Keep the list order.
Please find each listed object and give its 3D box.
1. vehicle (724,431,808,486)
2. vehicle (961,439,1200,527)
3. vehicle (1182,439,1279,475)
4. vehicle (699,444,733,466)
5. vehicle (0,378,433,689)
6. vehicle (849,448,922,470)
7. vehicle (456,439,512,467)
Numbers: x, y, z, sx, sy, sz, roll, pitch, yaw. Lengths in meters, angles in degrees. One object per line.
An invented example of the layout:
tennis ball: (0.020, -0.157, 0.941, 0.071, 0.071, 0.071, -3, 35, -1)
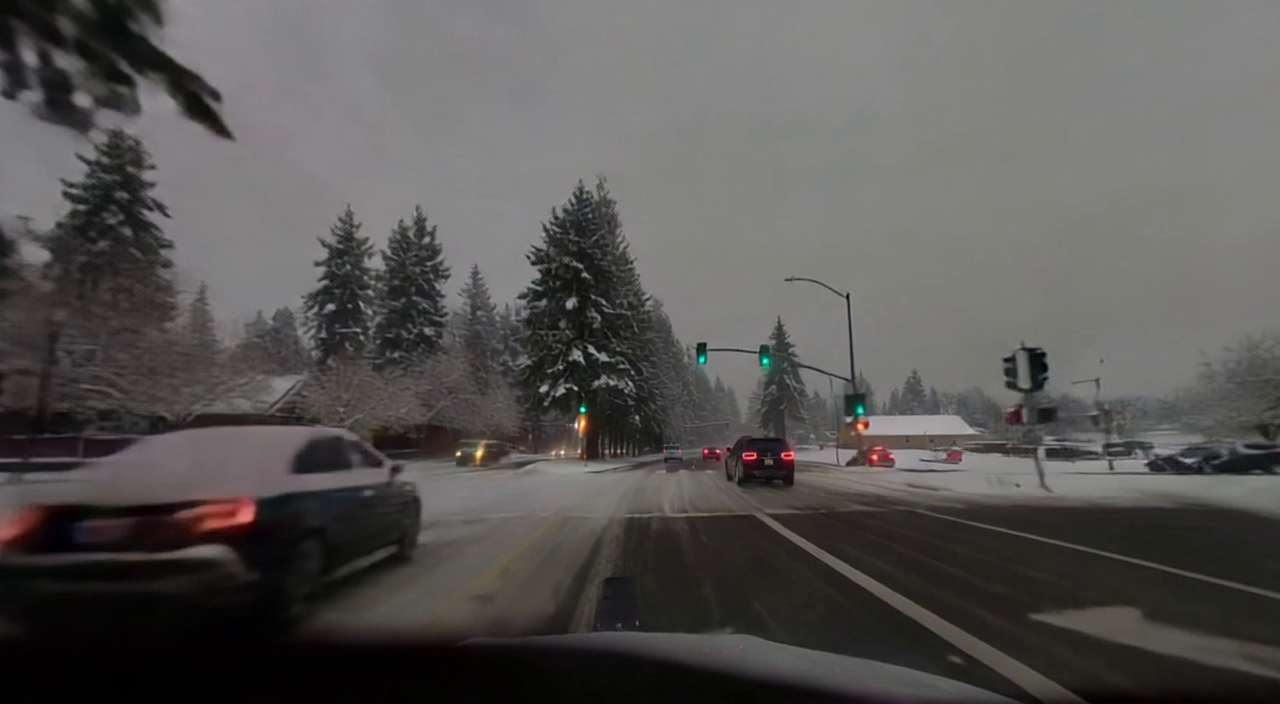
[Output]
vehicle: (4.555, 3.945, 23.665, 2.209, 1.813, 4.724, 0, -9, 1)
vehicle: (8.631, 2.564, 12.967, 1.949, 1.492, 4.103, 0, -9, 0)
vehicle: (34.029, 5.914, 35.753, 5.840, 1.902, 2.220, 3, -9, -18)
vehicle: (5.226, 7.159, 44.179, 2.064, 1.474, 4.389, 0, -9, 3)
vehicle: (-3.762, 1.403, 6.099, 2.258, 1.812, 4.650, 1, -9, -5)
vehicle: (18.043, 7.853, 46.681, 2.040, 1.472, 4.846, 5, -10, -28)
vehicle: (-10.391, 6.743, 42.426, 2.155, 1.768, 4.904, -1, -9, 4)
